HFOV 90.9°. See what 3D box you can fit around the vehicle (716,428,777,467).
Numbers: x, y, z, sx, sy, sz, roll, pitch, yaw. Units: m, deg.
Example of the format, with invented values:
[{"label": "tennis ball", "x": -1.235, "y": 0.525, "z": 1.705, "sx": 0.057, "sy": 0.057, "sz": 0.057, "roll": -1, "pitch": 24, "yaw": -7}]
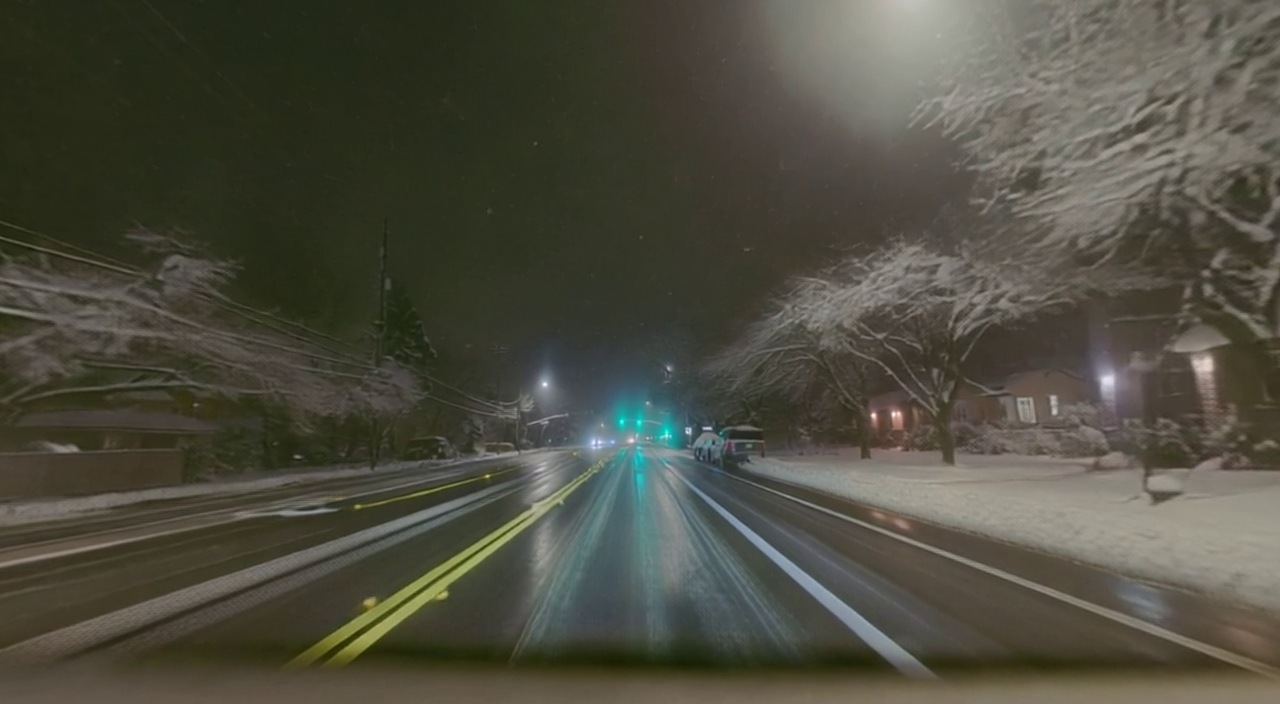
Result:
[{"label": "vehicle", "x": 5.240, "y": 4.794, "z": 31.650, "sx": 2.160, "sy": 1.800, "sz": 4.646, "roll": 0, "pitch": -8, "yaw": -1}]
